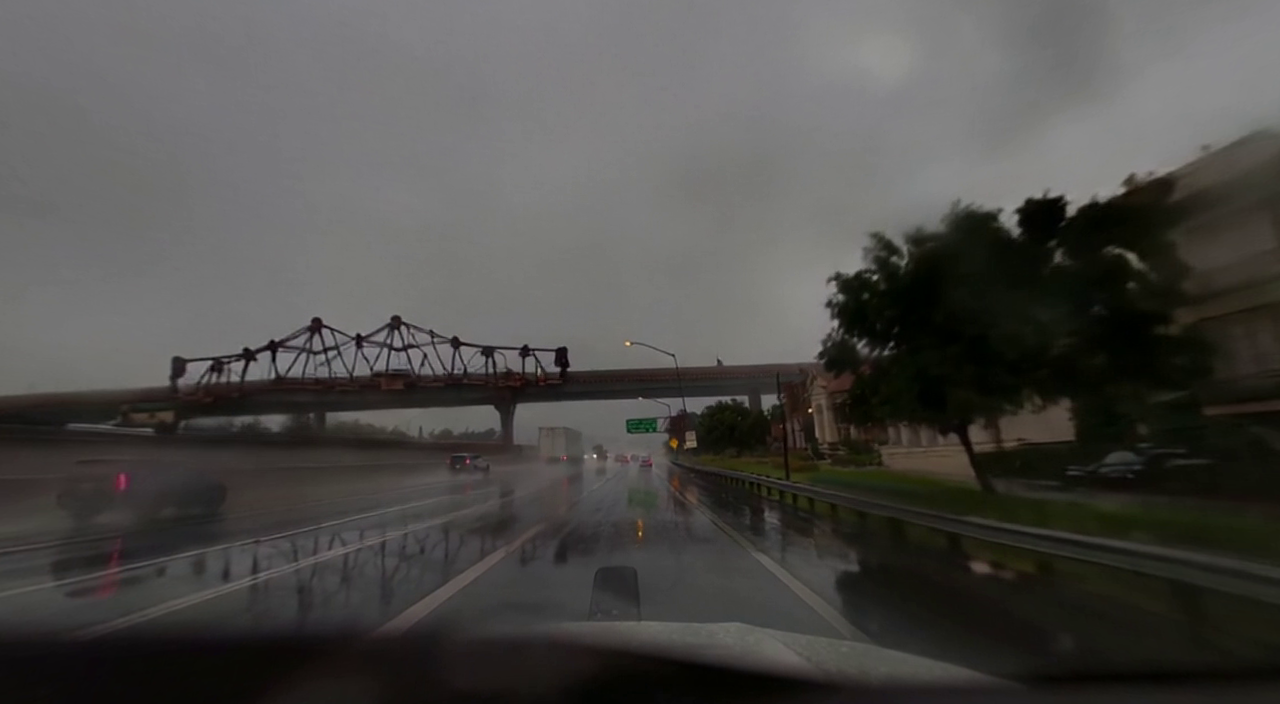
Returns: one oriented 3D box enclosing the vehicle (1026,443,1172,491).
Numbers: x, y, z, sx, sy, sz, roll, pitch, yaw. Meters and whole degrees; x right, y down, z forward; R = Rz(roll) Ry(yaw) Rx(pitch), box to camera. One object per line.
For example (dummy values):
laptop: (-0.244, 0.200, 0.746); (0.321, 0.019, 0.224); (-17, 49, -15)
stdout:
vehicle: (21.621, 5.410, 29.974); (4.877, 1.907, 2.479); (-3, -8, 0)

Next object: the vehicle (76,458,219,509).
vehicle: (-19.269, 5.131, 25.051); (1.932, 1.752, 4.541); (0, -9, 1)

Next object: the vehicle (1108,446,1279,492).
vehicle: (22.439, 4.732, 25.700); (5.123, 1.786, 2.064); (0, -9, -1)
